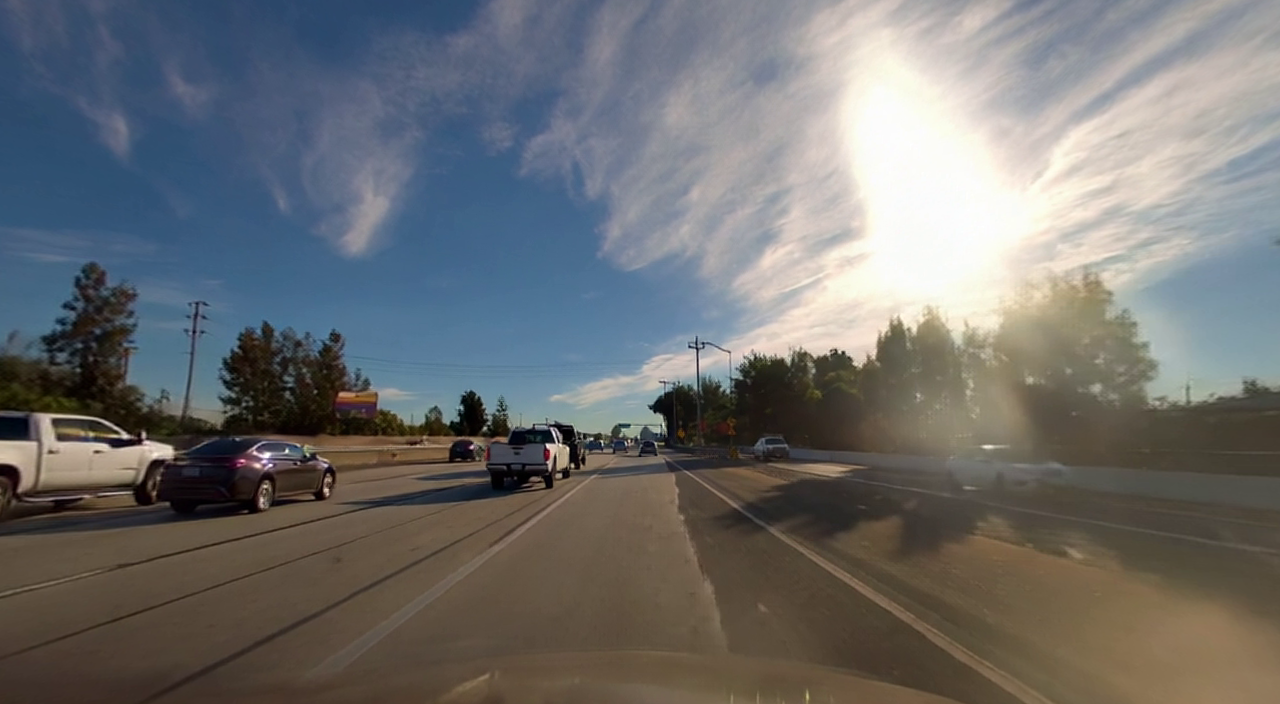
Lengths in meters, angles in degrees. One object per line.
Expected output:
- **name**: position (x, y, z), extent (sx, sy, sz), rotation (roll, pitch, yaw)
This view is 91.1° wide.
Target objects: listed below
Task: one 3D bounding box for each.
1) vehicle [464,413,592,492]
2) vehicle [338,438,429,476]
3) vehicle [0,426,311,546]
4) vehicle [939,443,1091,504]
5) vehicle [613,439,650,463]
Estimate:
- **vehicle**: position (-3.227, 3.145, 19.981), extent (2.815, 2.092, 6.526), rotation (0, -8, 1)
- **vehicle**: position (-10.888, 4.483, 27.070), extent (1.884, 1.453, 4.579), rotation (0, -8, 2)
- **vehicle**: position (-7.563, 2.006, 10.141), extent (1.964, 1.481, 4.425), rotation (0, -8, 2)
- **vehicle**: position (11.672, 3.762, 20.022), extent (2.048, 1.720, 4.524), rotation (0, -8, 0)
- **vehicle**: position (-0.491, 6.508, 41.371), extent (2.013, 1.444, 4.447), rotation (-1, -8, 5)
